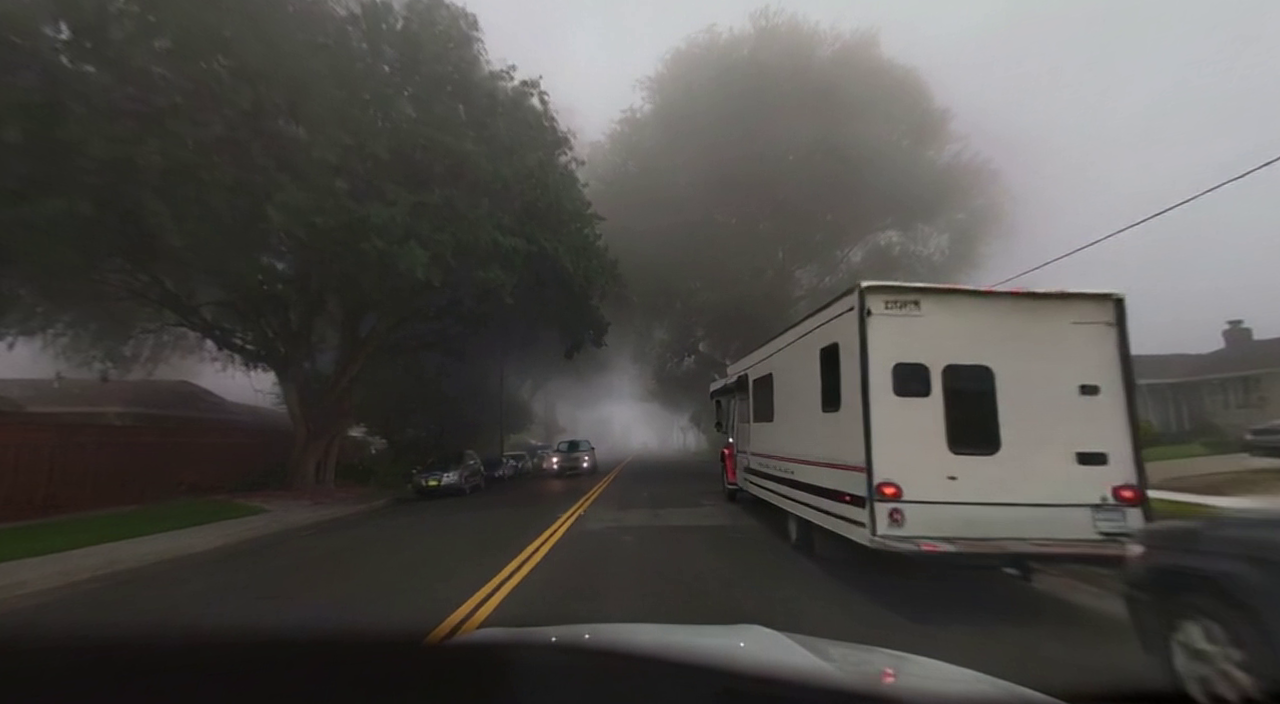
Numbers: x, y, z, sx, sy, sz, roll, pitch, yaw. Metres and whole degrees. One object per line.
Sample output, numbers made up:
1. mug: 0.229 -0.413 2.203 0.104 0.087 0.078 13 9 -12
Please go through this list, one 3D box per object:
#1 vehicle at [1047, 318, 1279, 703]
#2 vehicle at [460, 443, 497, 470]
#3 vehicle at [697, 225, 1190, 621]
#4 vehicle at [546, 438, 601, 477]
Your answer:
1. vehicle: 3.315 0.606 1.133 1.980 1.782 4.627 0 -8 -1
2. vehicle: -11.932 7.721 46.734 2.111 1.856 4.803 0 -9 -8
3. vehicle: 3.087 1.315 11.023 3.052 3.440 11.052 -1 -8 0
4. vehicle: -3.241 5.245 31.572 2.194 1.763 4.288 0 -8 1
